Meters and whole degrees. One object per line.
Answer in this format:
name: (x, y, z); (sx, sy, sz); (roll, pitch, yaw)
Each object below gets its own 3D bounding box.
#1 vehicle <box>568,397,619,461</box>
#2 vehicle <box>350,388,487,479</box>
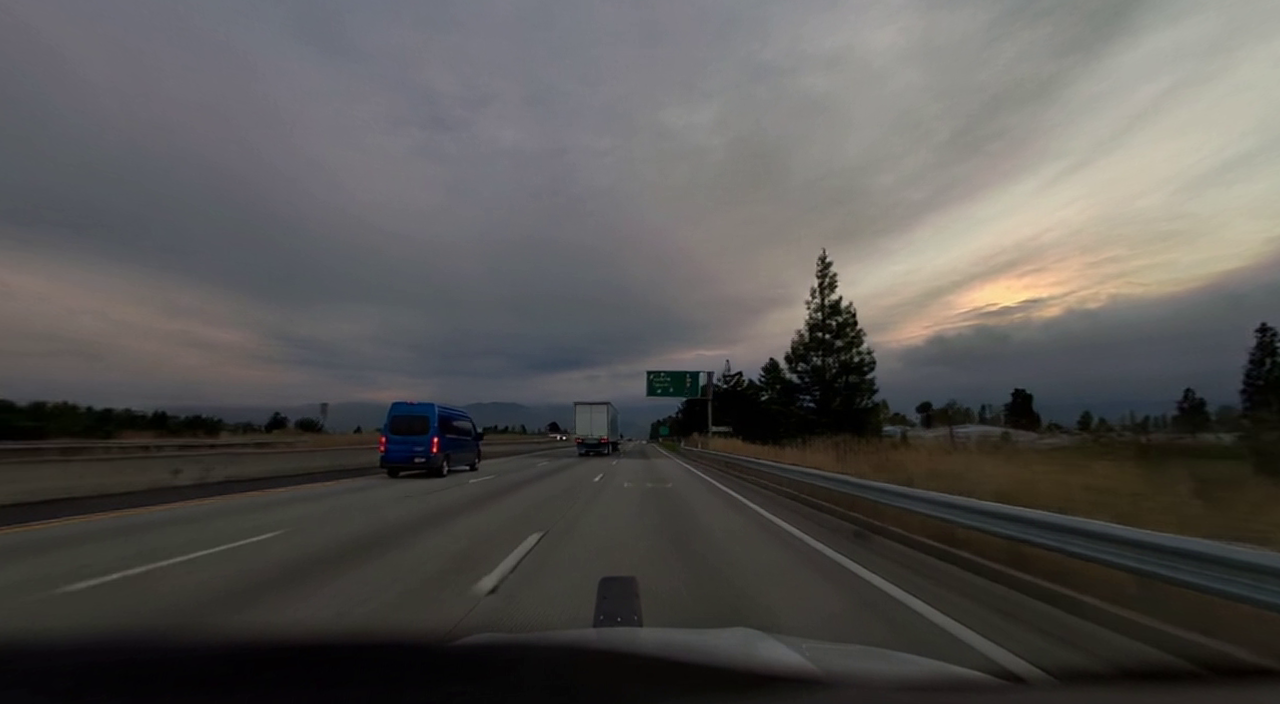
vehicle: (-3.190, 5.636, 45.897); (3.173, 4.185, 8.360); (0, -8, -1)
vehicle: (-7.656, 2.952, 22.871); (2.396, 2.763, 6.935); (0, -8, 0)
